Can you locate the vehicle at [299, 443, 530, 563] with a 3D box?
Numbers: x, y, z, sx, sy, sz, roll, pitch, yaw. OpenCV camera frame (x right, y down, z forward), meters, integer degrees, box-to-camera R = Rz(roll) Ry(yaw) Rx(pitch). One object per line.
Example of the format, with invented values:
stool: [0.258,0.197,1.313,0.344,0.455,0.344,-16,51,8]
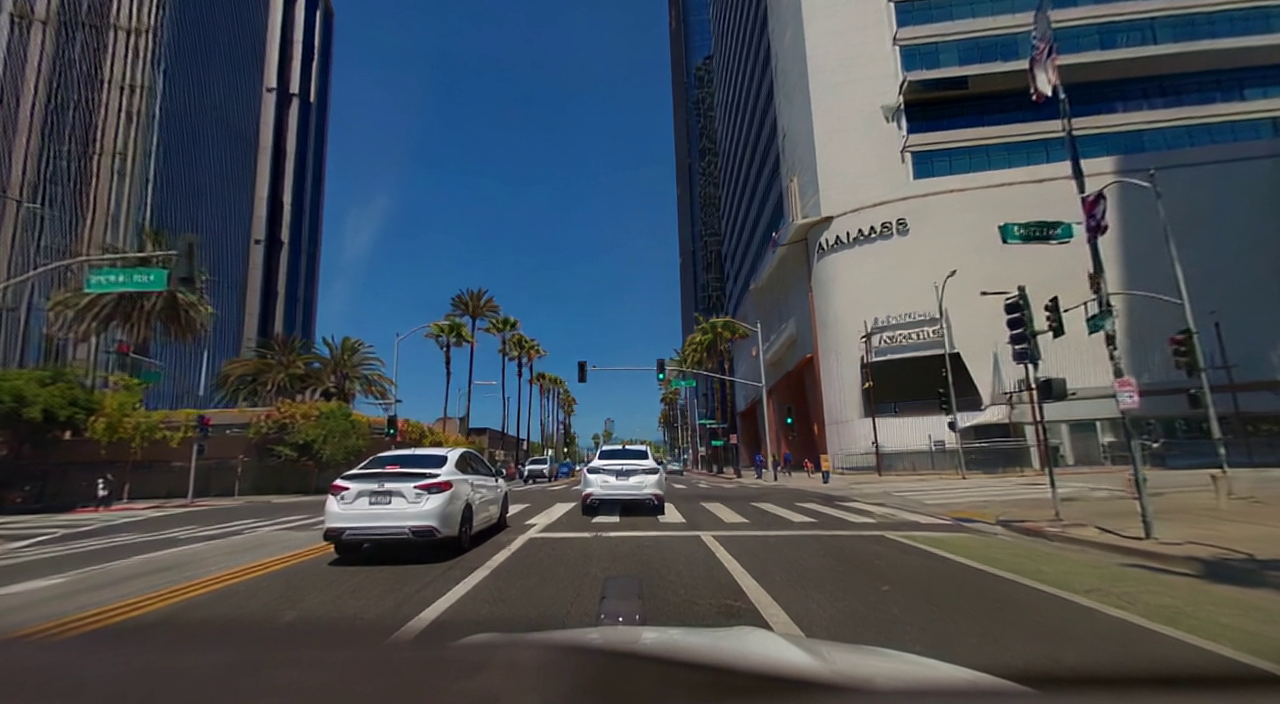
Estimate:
vehicle: [-3.296,2.282,10.422,2.096,1.492,4.666,0,-8,0]

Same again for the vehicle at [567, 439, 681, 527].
vehicle: [-0.341,2.788,14.008,2.145,1.632,3.972,0,-8,-1]
